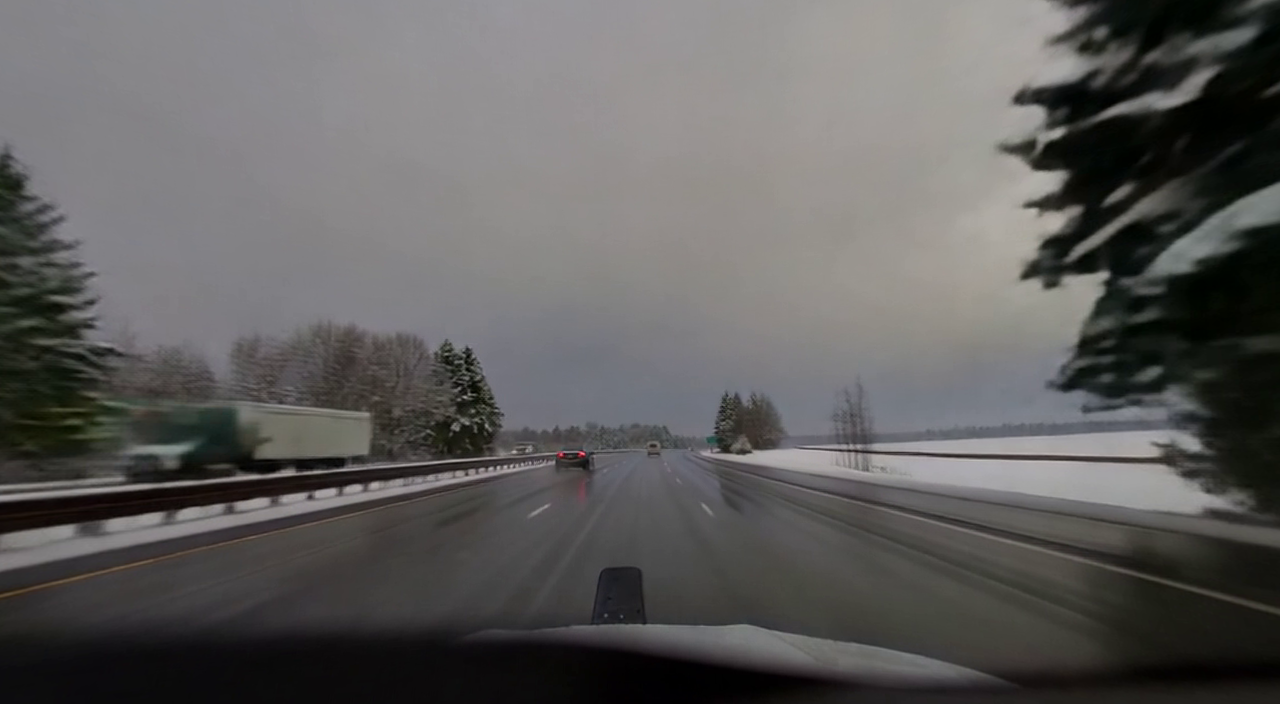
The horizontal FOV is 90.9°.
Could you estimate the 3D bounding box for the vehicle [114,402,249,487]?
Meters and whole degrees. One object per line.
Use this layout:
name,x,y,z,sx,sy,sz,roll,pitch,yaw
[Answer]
vehicle,-19.786,4.025,27.428,3.344,3.469,2.977,0,-9,1

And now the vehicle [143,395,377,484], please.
vehicle,-19.679,4.961,34.932,3.557,3.870,14.807,0,-9,1

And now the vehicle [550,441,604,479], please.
vehicle,-2.809,4.945,29.021,1.959,1.571,4.313,0,-9,2
